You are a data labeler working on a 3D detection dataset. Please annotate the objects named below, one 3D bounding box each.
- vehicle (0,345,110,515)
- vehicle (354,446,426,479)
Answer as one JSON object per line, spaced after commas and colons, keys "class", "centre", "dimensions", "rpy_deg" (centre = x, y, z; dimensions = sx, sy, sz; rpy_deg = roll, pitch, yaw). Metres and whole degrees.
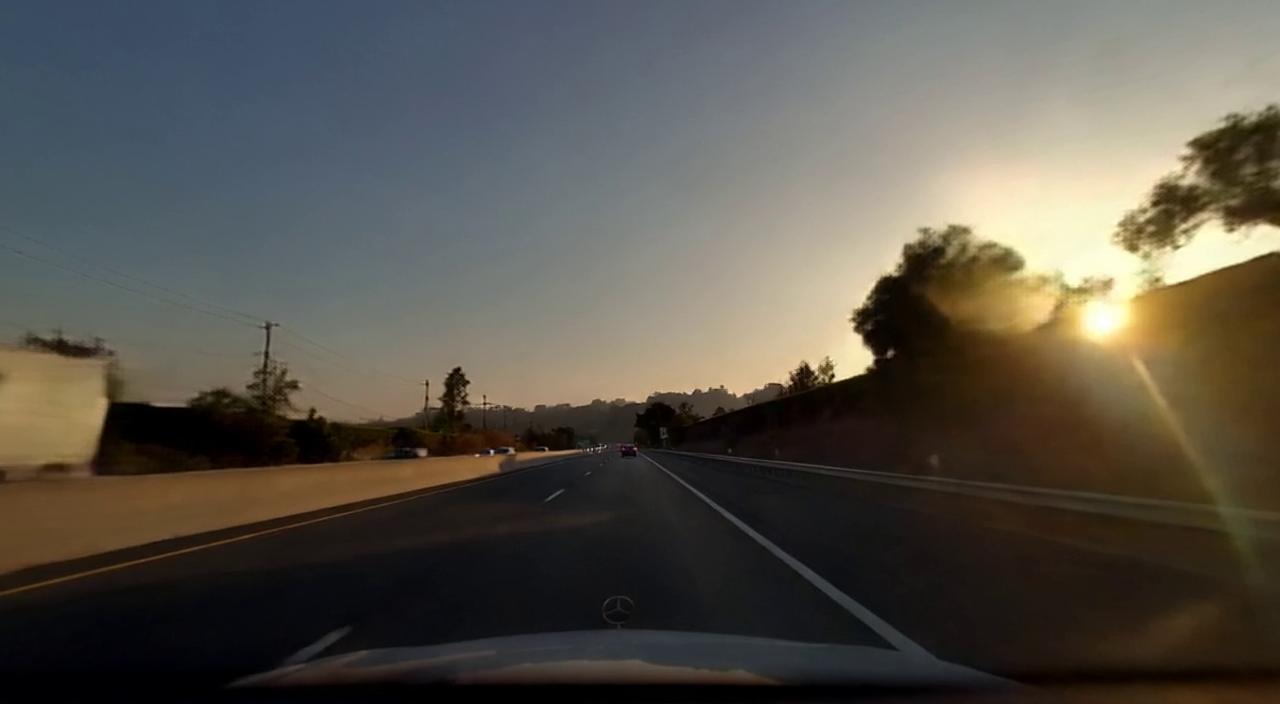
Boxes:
{"class": "vehicle", "centre": [-17.171, 1.333, 11.515], "dimensions": [3.040, 4.147, 13.999], "rpy_deg": [0, -9, -2]}
{"class": "vehicle", "centre": [-13.442, 5.940, 34.010], "dimensions": [2.103, 1.607, 4.448], "rpy_deg": [0, -9, -1]}
